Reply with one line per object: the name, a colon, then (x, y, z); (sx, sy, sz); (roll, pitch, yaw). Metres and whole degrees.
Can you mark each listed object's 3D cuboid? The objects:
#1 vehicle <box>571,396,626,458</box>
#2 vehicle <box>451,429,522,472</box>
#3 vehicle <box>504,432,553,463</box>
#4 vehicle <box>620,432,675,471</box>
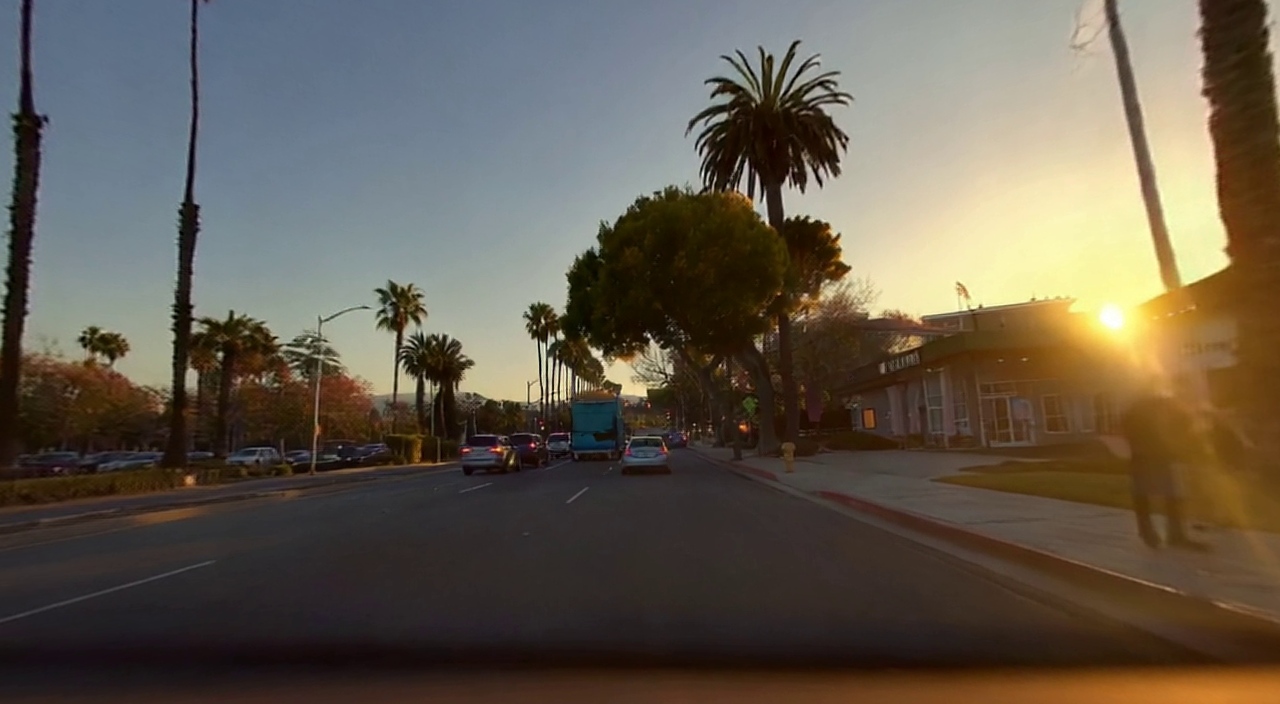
vehicle: (-2.757, 5.659, 45.981); (2.992, 3.949, 11.815); (0, -9, 1)
vehicle: (-6.930, 4.508, 28.891); (2.014, 1.830, 4.281); (0, -9, 2)
vehicle: (-6.733, 5.856, 38.501); (2.143, 1.736, 4.648); (0, -9, 0)
vehicle: (0.320, 4.157, 26.370); (2.144, 1.514, 4.063); (0, -9, 1)
